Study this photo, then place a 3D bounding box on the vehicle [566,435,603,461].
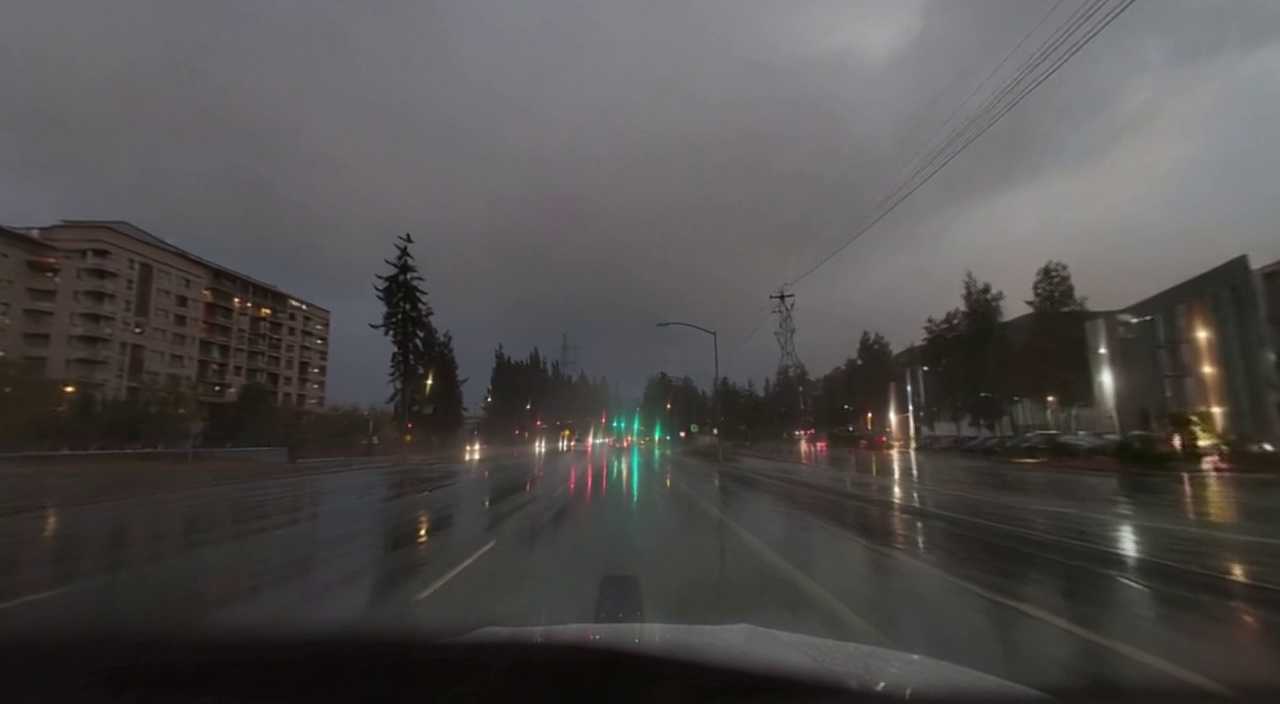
[{"bbox_3d":[-3.692,6.485,42.815,2.121,1.654,3.993,0,-8,0],"label":"vehicle"}]
